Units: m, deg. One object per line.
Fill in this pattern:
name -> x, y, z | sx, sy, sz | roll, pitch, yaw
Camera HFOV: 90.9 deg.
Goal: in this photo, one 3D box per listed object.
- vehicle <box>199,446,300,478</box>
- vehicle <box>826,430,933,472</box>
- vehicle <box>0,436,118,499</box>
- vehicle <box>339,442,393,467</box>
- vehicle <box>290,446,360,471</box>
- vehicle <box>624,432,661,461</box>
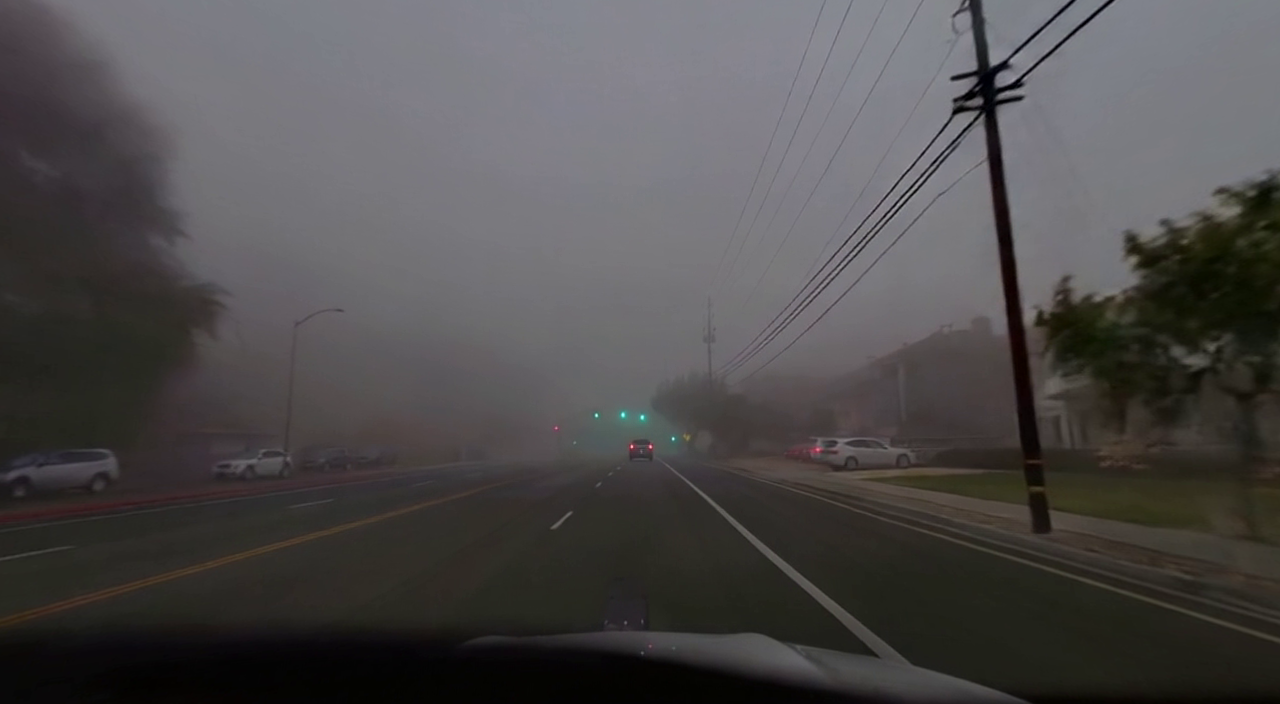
vehicle -> -20.345, 5.717, 33.111 | 2.178, 1.484, 4.726 | 0, -8, 2
vehicle -> 11.770, 4.894, 31.247 | 4.305, 1.997, 2.453 | 0, -8, 0
vehicle -> -20.557, 3.783, 20.930 | 2.047, 1.898, 5.032 | 0, -8, 1
vehicle -> -20.156, 7.563, 46.616 | 1.973, 1.700, 4.475 | 0, -8, -1
vehicle -> -20.050, 6.789, 40.404 | 2.050, 1.501, 4.588 | 0, -8, 1
vehicle -> 0.163, 7.401, 49.263 | 2.769, 2.087, 5.130 | 0, -8, -1
